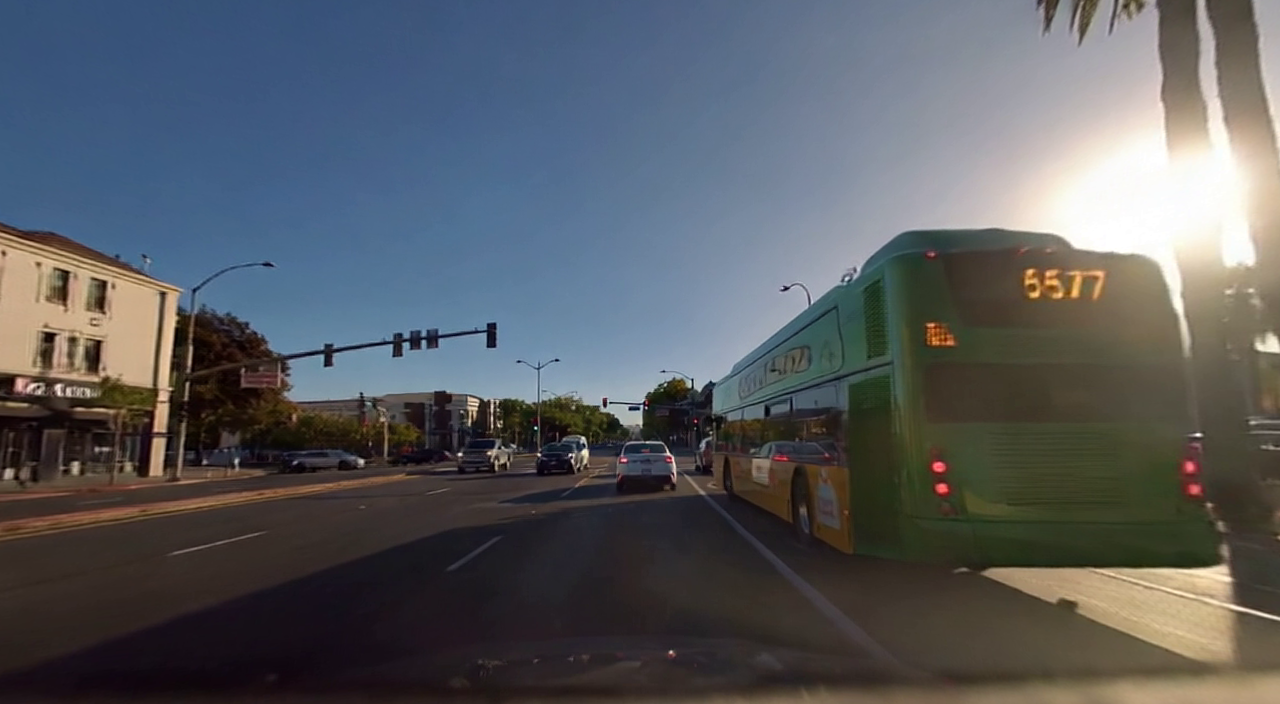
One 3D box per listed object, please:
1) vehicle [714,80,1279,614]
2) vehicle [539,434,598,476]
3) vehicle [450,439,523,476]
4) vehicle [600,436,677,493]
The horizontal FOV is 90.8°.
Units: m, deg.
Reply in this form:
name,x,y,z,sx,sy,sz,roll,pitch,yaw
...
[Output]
name,x,y,z,sx,sy,sz,roll,pitch,yaw
vehicle,3.577,0.855,11.429,2.970,4.015,13.606,0,-9,1
vehicle,-3.142,4.626,28.634,2.020,1.721,4.366,0,-9,2
vehicle,-6.794,4.718,28.532,1.927,1.480,4.832,0,-9,2
vehicle,-0.018,3.283,18.740,2.060,1.499,3.831,0,-9,1
